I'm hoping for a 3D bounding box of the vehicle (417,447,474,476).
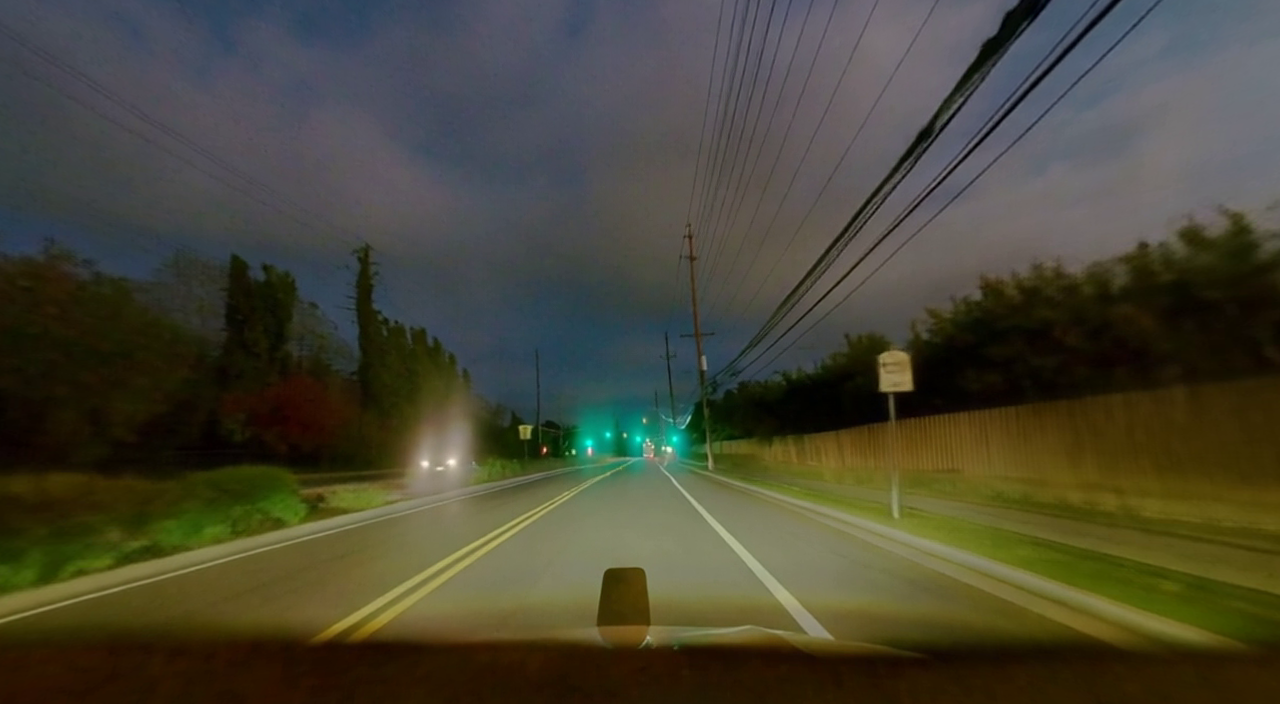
[{"bbox_3d":[-12.070,6.792,39.425,1.989,1.683,4.615,-1,-8,2],"label":"vehicle"}]
